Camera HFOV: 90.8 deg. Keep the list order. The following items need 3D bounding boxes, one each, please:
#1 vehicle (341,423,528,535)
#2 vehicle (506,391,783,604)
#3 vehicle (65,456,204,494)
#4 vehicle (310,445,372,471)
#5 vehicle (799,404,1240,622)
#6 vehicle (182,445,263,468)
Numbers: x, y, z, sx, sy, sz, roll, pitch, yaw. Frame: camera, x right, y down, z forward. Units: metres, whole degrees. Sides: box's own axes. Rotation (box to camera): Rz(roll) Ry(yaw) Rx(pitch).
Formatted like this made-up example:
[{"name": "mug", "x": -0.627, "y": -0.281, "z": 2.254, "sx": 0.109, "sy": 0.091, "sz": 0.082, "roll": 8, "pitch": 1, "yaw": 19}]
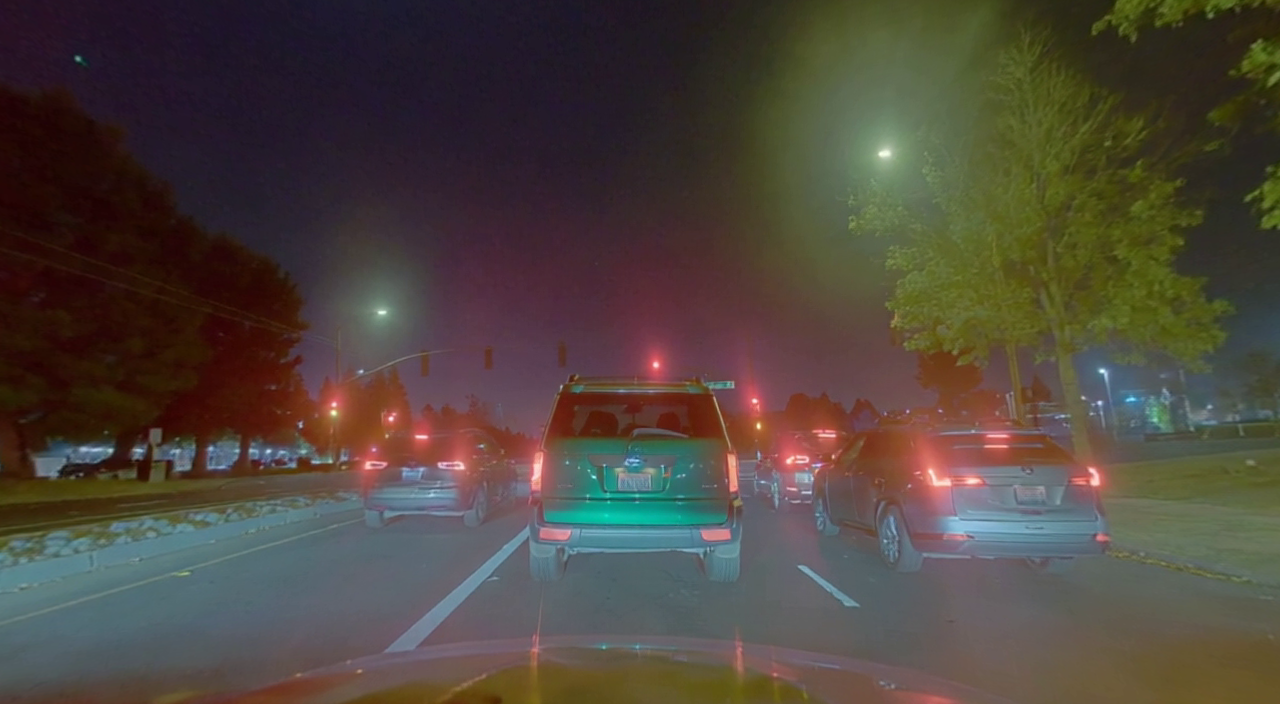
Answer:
[{"name": "vehicle", "x": -3.399, "y": 2.176, "z": 11.408, "sx": 1.961, "sy": 1.639, "sz": 4.064, "roll": 0, "pitch": -9, "yaw": 0}, {"name": "vehicle", "x": 0.020, "y": 1.495, "z": 7.263, "sx": 2.294, "sy": 1.761, "sz": 3.857, "roll": 0, "pitch": -9, "yaw": -1}, {"name": "vehicle", "x": -22.291, "y": 5.423, "z": 28.200, "sx": 2.312, "sy": 1.443, "sz": 4.684, "roll": 0, "pitch": -9, "yaw": 1}, {"name": "vehicle", "x": -22.139, "y": 7.832, "z": 47.043, "sx": 1.993, "sy": 1.844, "sz": 5.316, "roll": 0, "pitch": -9, "yaw": 0}, {"name": "vehicle", "x": 3.473, "y": 1.560, "z": 7.077, "sx": 2.202, "sy": 1.657, "sz": 4.298, "roll": 0, "pitch": -9, "yaw": -1}, {"name": "vehicle", "x": -29.998, "y": 7.509, "z": 45.454, "sx": 4.403, "sy": 1.532, "sz": 1.914, "roll": 0, "pitch": -8, "yaw": -3}]
